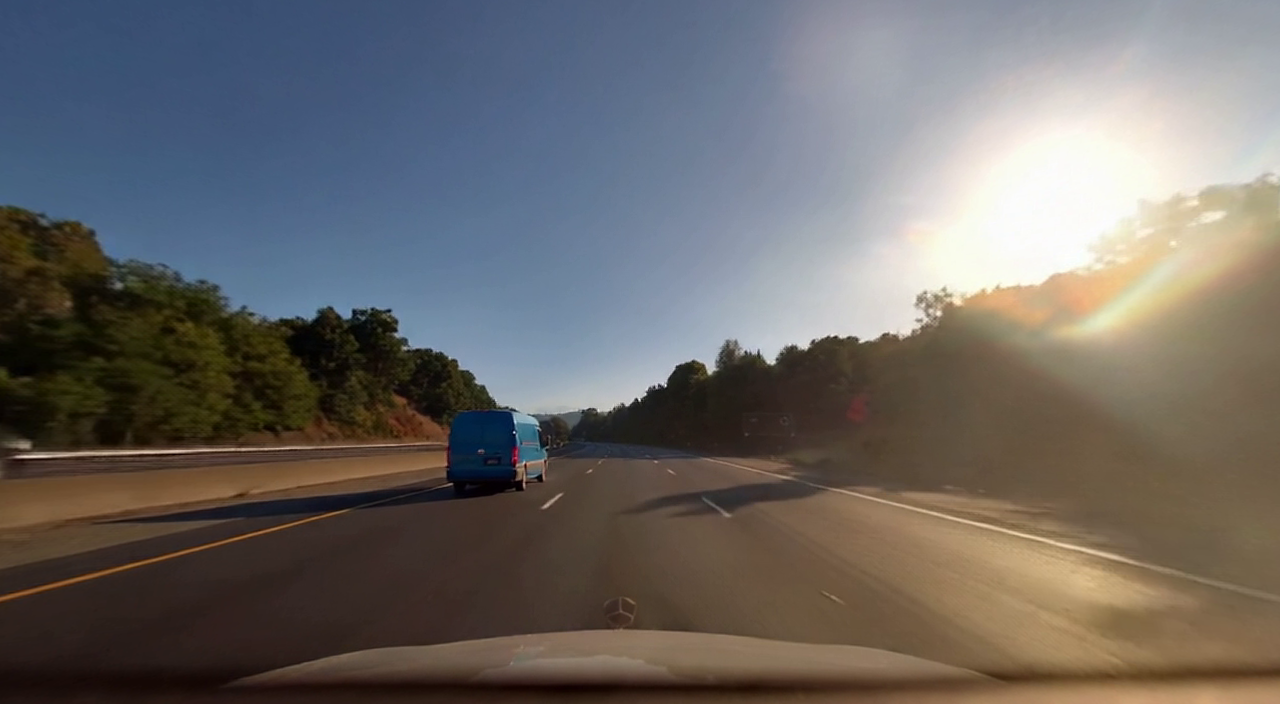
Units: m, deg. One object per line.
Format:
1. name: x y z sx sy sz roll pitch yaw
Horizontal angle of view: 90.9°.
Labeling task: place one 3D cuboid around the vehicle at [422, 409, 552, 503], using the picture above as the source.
1. vehicle: -3.666 2.588 16.153 2.297 2.011 4.736 0 -8 -2
